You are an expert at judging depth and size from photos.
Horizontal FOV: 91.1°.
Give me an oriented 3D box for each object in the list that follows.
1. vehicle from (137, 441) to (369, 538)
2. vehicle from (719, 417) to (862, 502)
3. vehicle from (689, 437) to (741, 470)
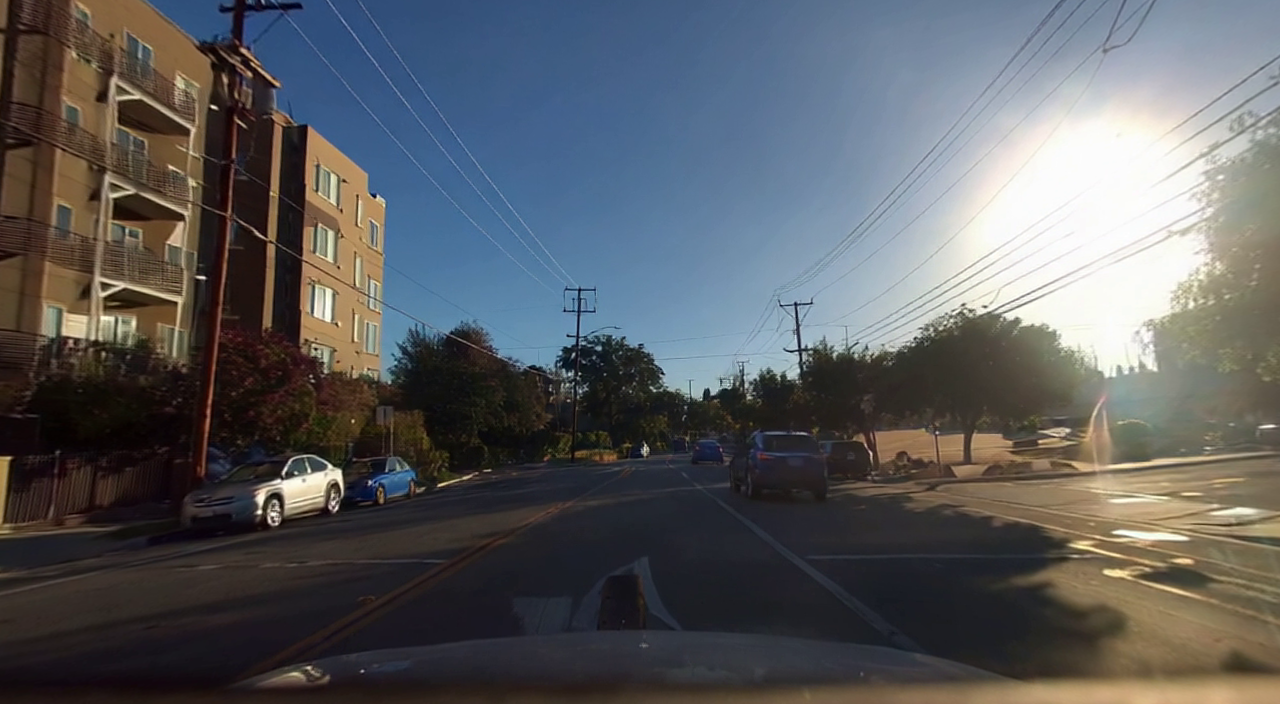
[{"bbox_3d":[-8.483,3.002,14.490,2.381,1.825,4.652,0,-8,0],"label":"vehicle"},{"bbox_3d":[3.628,2.732,16.333,2.368,1.840,4.896,0,-8,-2],"label":"vehicle"},{"bbox_3d":[3.727,5.111,31.875,2.028,1.552,4.370,0,-8,-1],"label":"vehicle"}]
